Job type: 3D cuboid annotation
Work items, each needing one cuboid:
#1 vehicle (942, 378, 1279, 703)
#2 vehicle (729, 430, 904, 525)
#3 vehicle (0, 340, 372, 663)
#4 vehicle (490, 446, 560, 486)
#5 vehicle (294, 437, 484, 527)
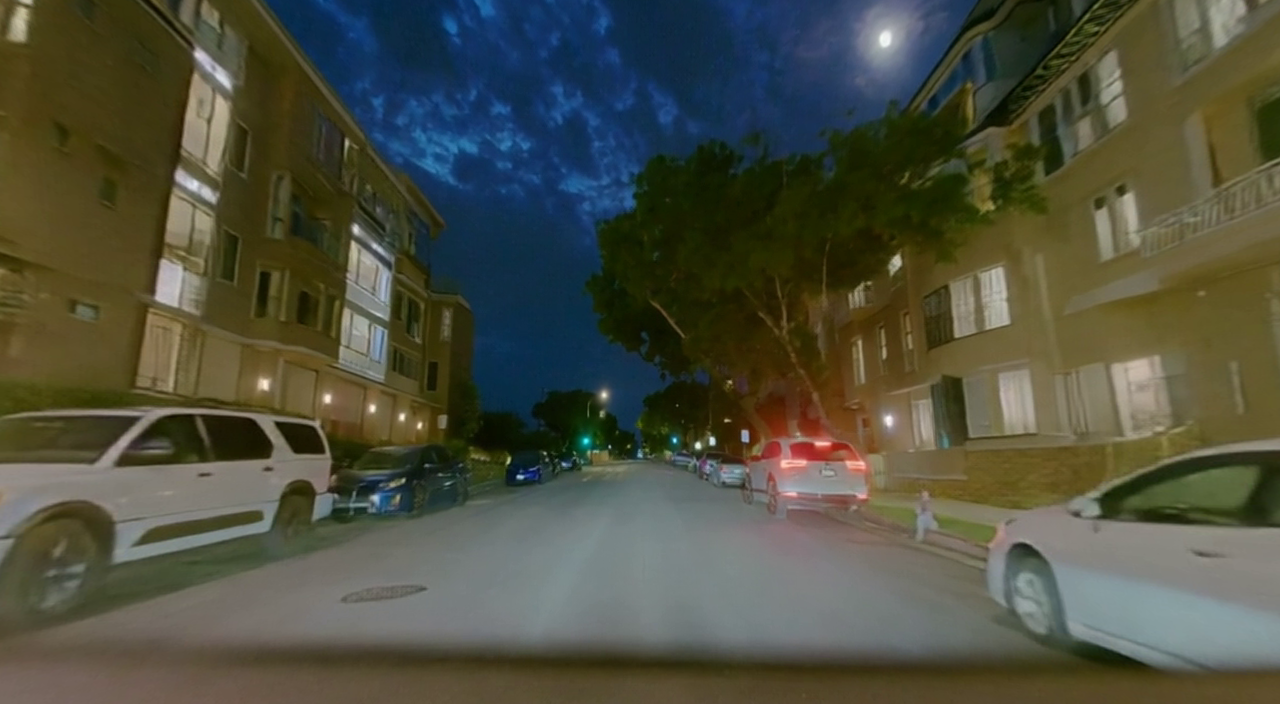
[{"bbox_3d":[3.698,0.964,2.570,2.445,1.662,5.309,0,-8,2],"label":"vehicle"},{"bbox_3d":[3.994,2.986,15.800,2.473,1.895,6.050,0,-9,-2],"label":"vehicle"},{"bbox_3d":[-5.542,1.441,6.943,2.596,2.152,5.689,-2,-9,1],"label":"vehicle"},{"bbox_3d":[-5.391,5.420,30.379,2.222,1.735,5.215,0,-8,2],"label":"vehicle"},{"bbox_3d":[-5.640,2.991,15.283,2.122,1.722,5.662,-1,-9,2],"label":"vehicle"}]
